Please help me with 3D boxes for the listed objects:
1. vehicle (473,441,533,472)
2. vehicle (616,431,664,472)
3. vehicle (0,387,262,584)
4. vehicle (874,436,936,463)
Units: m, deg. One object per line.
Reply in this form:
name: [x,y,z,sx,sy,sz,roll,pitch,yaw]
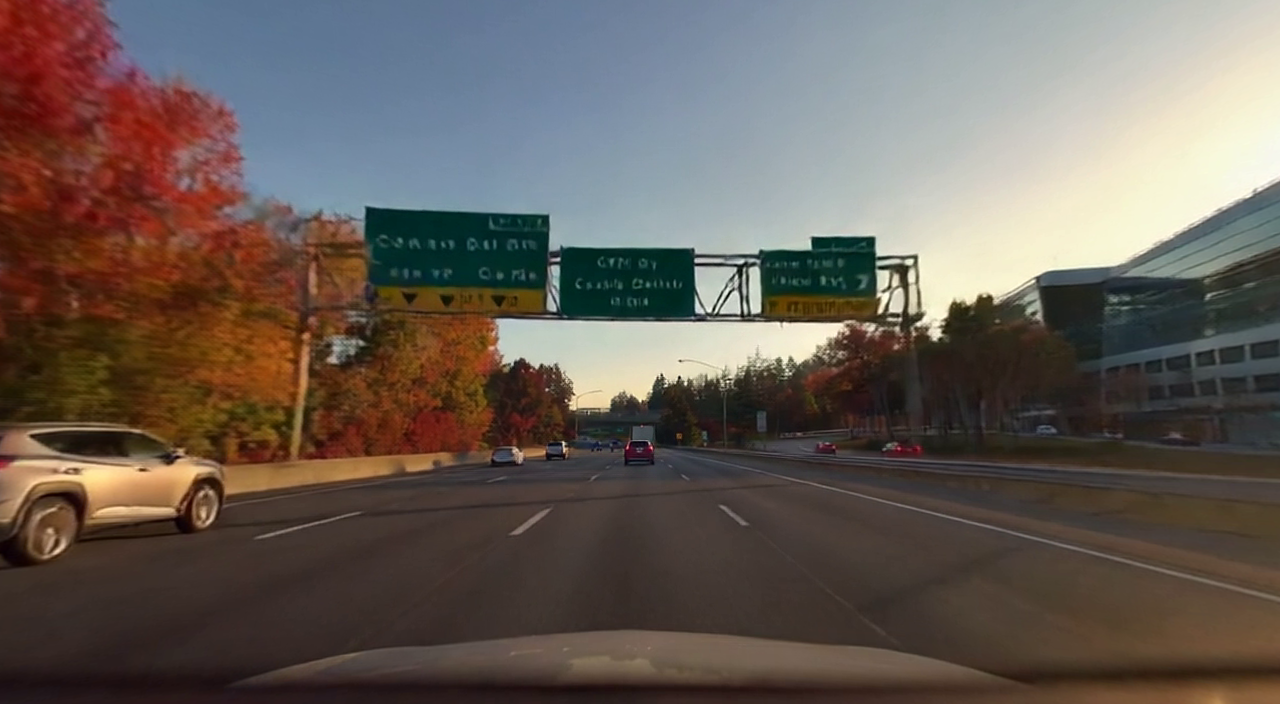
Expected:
vehicle: [-7.124,5.493,33.290,2.074,1.495,4.643,0,-9,0]
vehicle: [-0.014,5.021,31.889,2.245,1.863,4.801,0,-9,0]
vehicle: [-7.125,1.494,7.483,2.146,1.834,4.999,0,-9,0]
vehicle: [17.068,6.306,40.771,2.019,1.657,4.582,0,-9,0]
